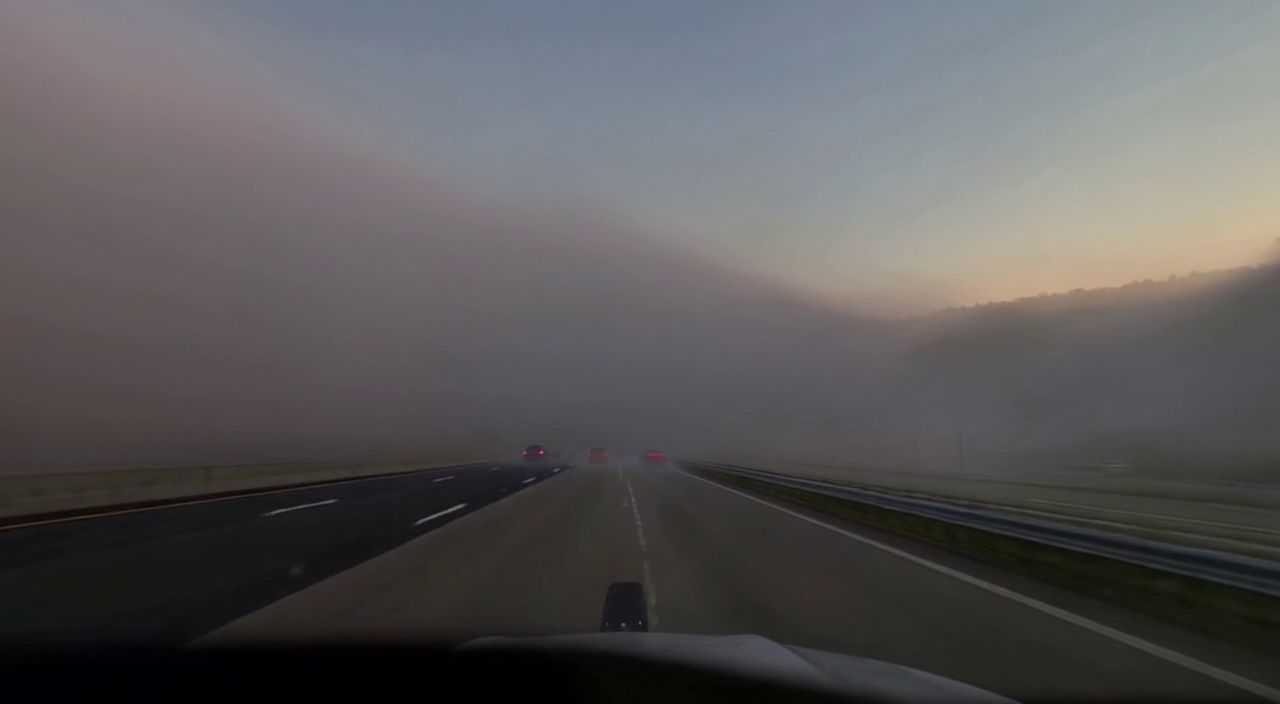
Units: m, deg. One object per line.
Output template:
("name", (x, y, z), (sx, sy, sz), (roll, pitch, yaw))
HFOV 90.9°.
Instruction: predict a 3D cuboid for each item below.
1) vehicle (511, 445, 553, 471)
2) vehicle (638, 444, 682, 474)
("vehicle", (-6.540, 6.439, 38.392), (1.955, 1.468, 3.637), (0, -9, -1))
("vehicle", (1.007, 5.727, 33.947), (2.019, 1.475, 4.301), (0, -9, -3))
